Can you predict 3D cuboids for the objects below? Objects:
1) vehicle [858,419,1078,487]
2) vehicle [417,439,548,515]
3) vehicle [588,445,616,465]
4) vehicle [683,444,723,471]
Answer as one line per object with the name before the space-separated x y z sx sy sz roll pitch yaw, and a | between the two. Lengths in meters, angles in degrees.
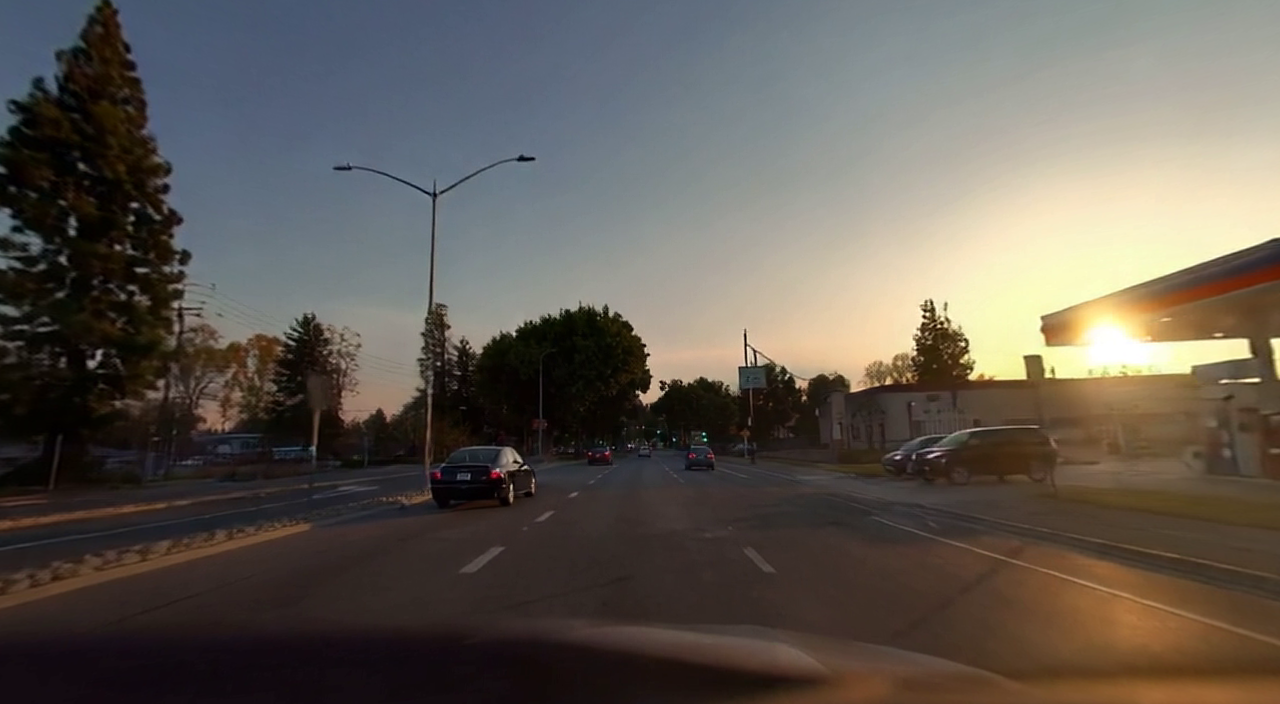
vehicle | 10.712 3.373 21.035 5.931 1.872 2.264 -3 -9 3
vehicle | -3.417 2.782 14.597 1.803 1.463 4.422 0 -8 1
vehicle | -2.953 8.017 49.300 1.841 1.474 4.038 0 -8 1
vehicle | 3.635 6.146 36.894 1.883 1.465 3.975 0 -8 0
